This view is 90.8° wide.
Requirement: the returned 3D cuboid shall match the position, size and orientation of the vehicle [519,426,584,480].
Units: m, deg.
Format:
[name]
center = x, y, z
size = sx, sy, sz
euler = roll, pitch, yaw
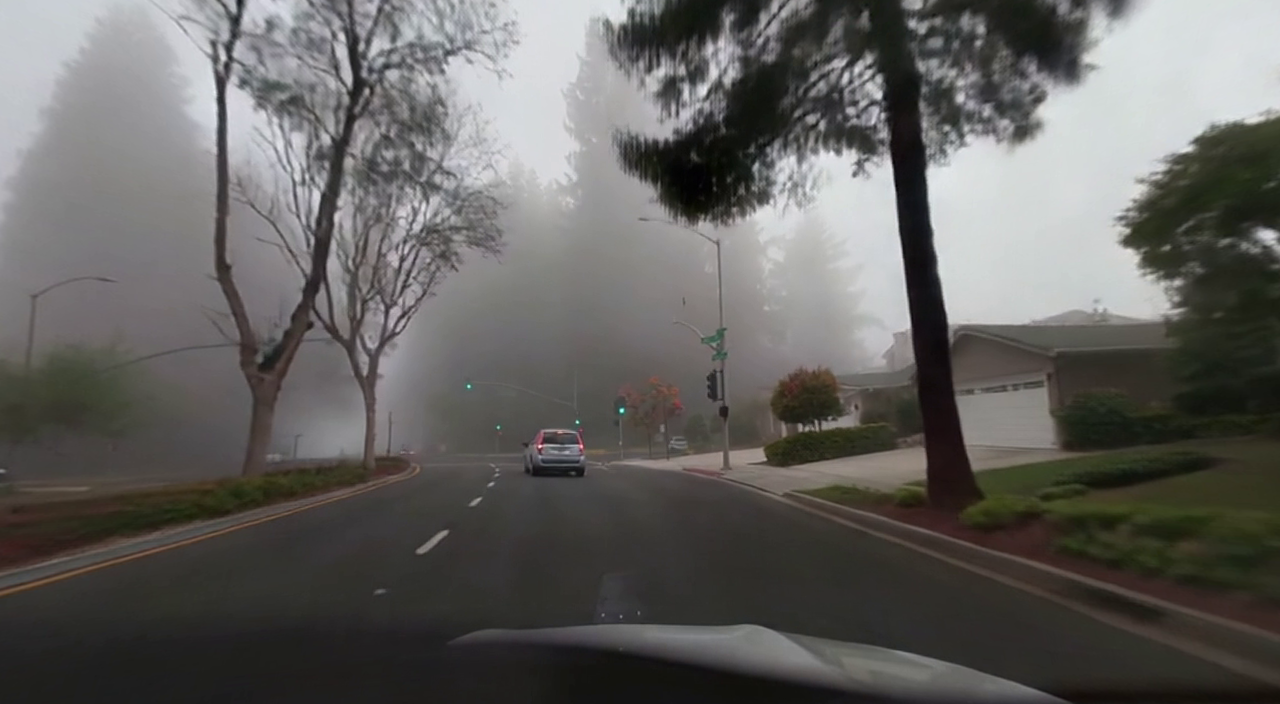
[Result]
[vehicle]
center = -3.250, 3.570, 22.565
size = 1.990, 1.707, 4.225
euler = 1, -9, -11
